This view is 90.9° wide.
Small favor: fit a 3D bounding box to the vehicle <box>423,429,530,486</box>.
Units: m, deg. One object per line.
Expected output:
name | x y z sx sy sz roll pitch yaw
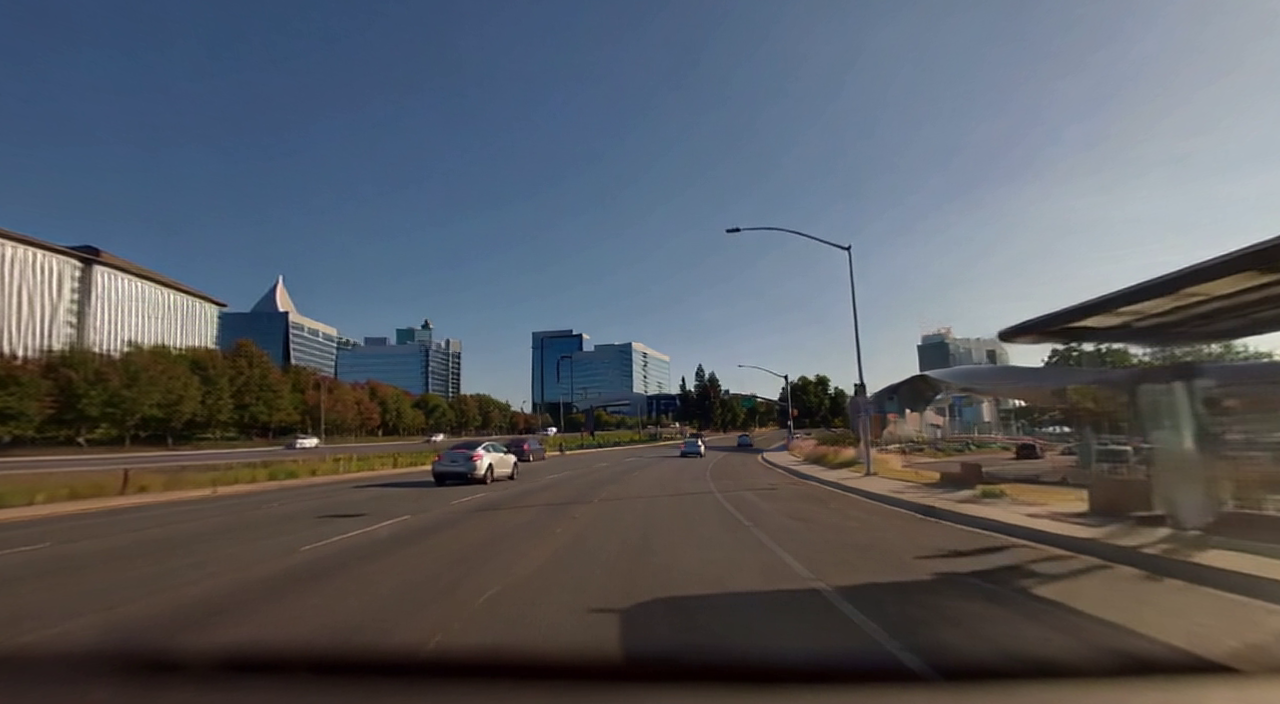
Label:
vehicle | -5.479 3.598 21.814 2.181 1.728 4.515 -1 -8 4
